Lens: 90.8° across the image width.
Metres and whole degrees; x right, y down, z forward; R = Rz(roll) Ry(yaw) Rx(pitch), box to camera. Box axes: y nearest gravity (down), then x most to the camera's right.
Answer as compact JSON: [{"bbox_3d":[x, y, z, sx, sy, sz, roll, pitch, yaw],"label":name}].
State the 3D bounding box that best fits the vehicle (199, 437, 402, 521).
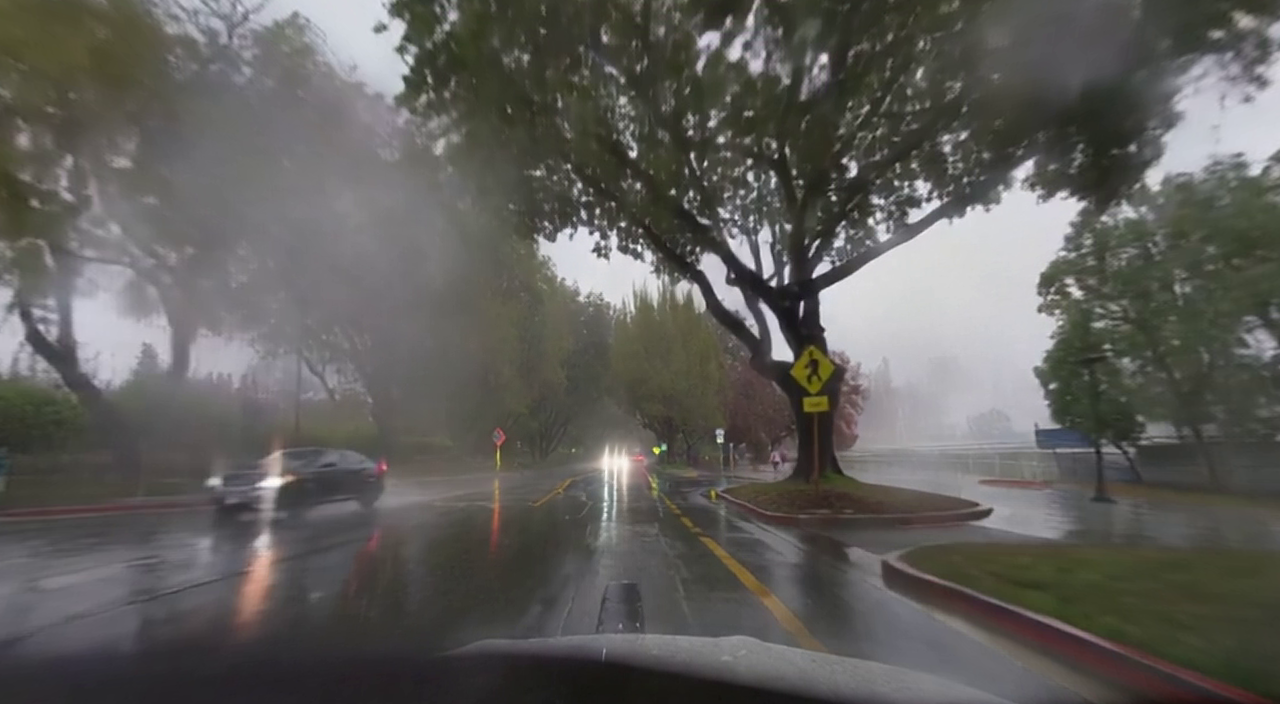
[{"bbox_3d":[-7.874,2.971,15.372,2.036,1.686,4.780,-1,-9,4],"label":"vehicle"}]
